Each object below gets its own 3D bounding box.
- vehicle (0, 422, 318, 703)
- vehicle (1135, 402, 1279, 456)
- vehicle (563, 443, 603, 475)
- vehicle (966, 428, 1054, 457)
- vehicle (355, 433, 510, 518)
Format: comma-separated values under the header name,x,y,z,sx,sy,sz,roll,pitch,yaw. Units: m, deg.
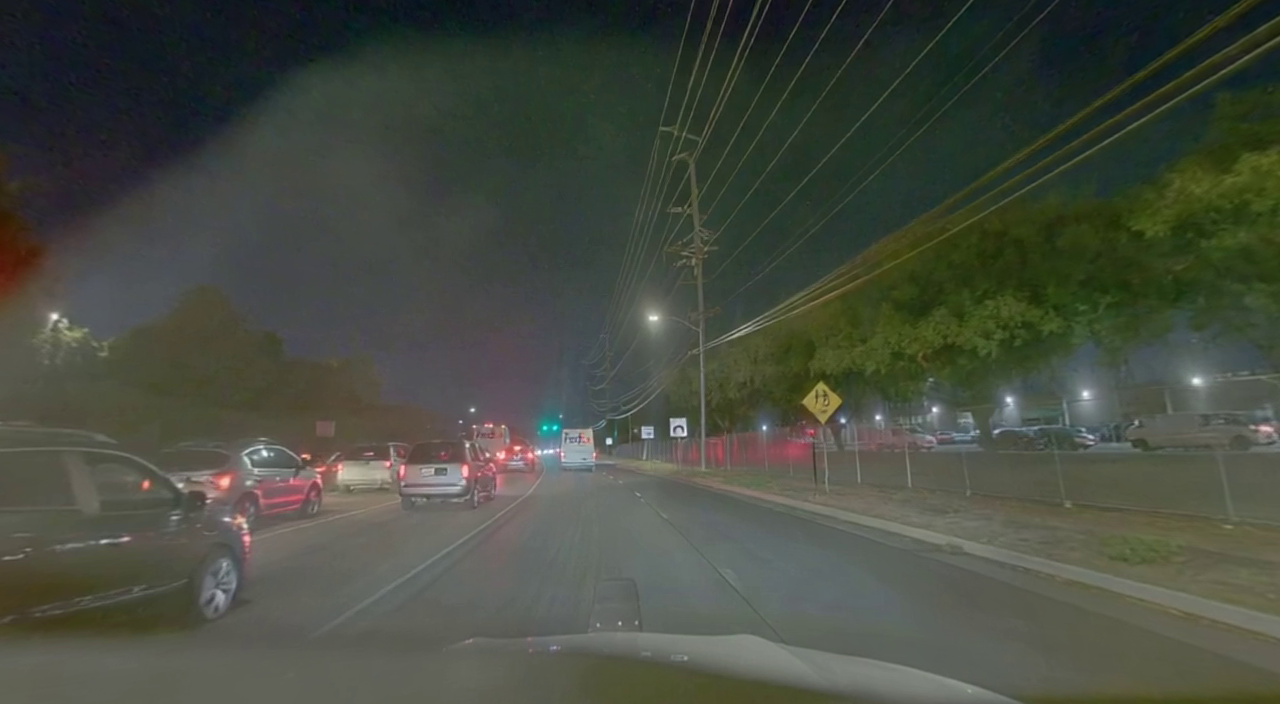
name,x,y,z,sx,sy,sz,roll,pitch,yaw
vehicle,-3.936,1.145,3.445,1.946,1.467,4.653,0,-8,-1
vehicle,37.133,5.029,40.958,7.865,3.323,2.806,1,-8,-9
vehicle,-3.267,6.003,35.504,2.055,1.671,4.147,1,-9,-7
vehicle,28.481,6.984,48.504,5.535,2.130,2.145,2,-9,-9
vehicle,-4.672,2.837,15.117,2.388,1.692,4.684,1,-8,-4
